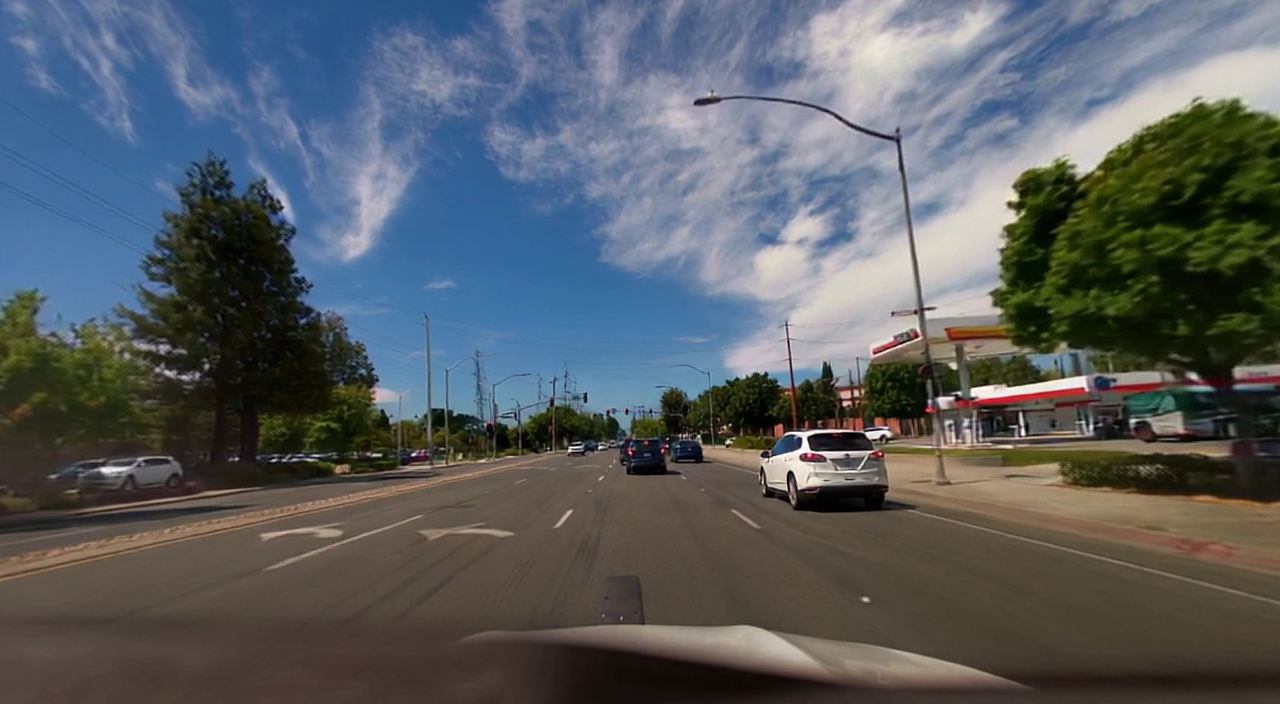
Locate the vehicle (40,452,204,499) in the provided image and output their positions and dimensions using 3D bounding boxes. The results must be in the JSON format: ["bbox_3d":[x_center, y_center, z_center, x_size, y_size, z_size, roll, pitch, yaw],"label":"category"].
[{"bbox_3d":[-24.363,5.752,30.062,2.100,1.937,5.517,-4,-9,26],"label":"vehicle"}]

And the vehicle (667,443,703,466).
[{"bbox_3d":[2.716,6.345,39.242,1.822,1.331,3.583,0,-8,-2],"label":"vehicle"}]

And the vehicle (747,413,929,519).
[{"bbox_3d":[3.807,2.318,13.353,2.116,1.791,5.006,0,-8,-1],"label":"vehicle"}]

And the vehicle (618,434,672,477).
[{"bbox_3d":[0.121,4.435,27.312,2.164,1.718,3.881,0,-8,-2],"label":"vehicle"}]
